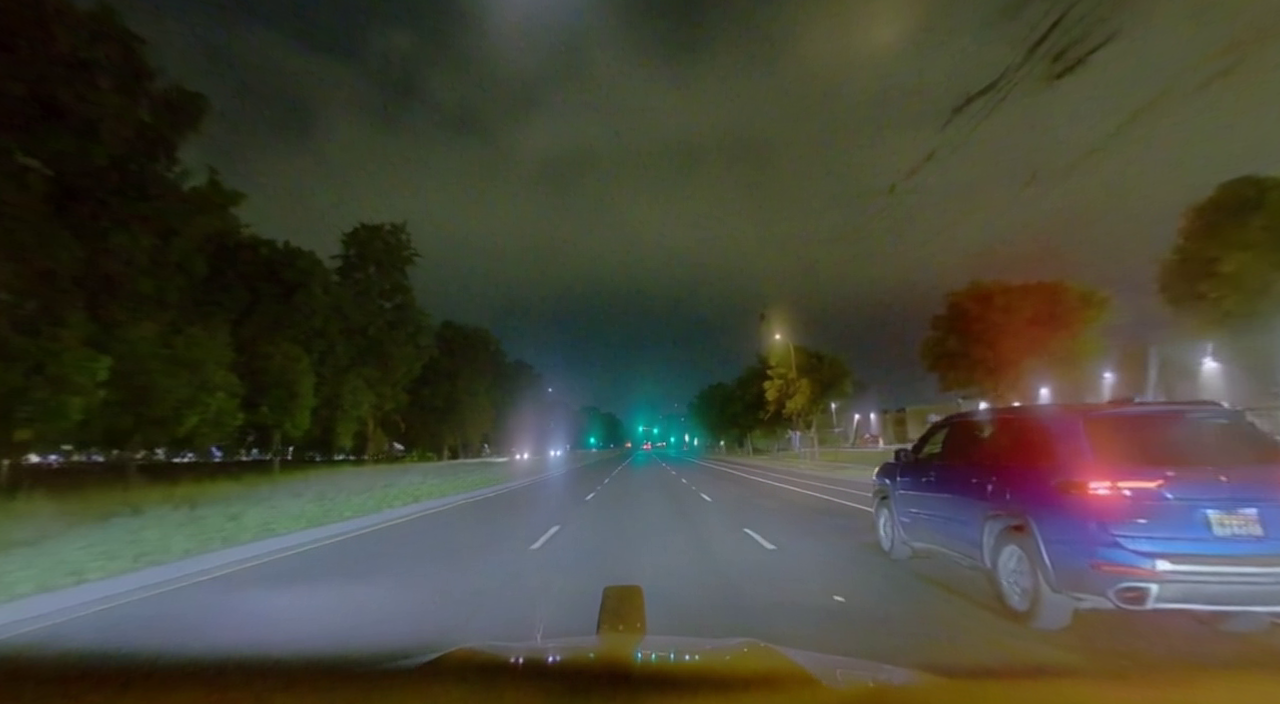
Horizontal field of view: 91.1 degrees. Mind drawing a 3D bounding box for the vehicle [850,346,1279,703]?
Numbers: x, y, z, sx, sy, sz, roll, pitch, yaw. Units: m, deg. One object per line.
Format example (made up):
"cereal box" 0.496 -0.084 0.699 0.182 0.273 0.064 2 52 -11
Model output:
"vehicle" 3.615 1.210 5.047 2.087 1.759 5.040 0 -8 0
